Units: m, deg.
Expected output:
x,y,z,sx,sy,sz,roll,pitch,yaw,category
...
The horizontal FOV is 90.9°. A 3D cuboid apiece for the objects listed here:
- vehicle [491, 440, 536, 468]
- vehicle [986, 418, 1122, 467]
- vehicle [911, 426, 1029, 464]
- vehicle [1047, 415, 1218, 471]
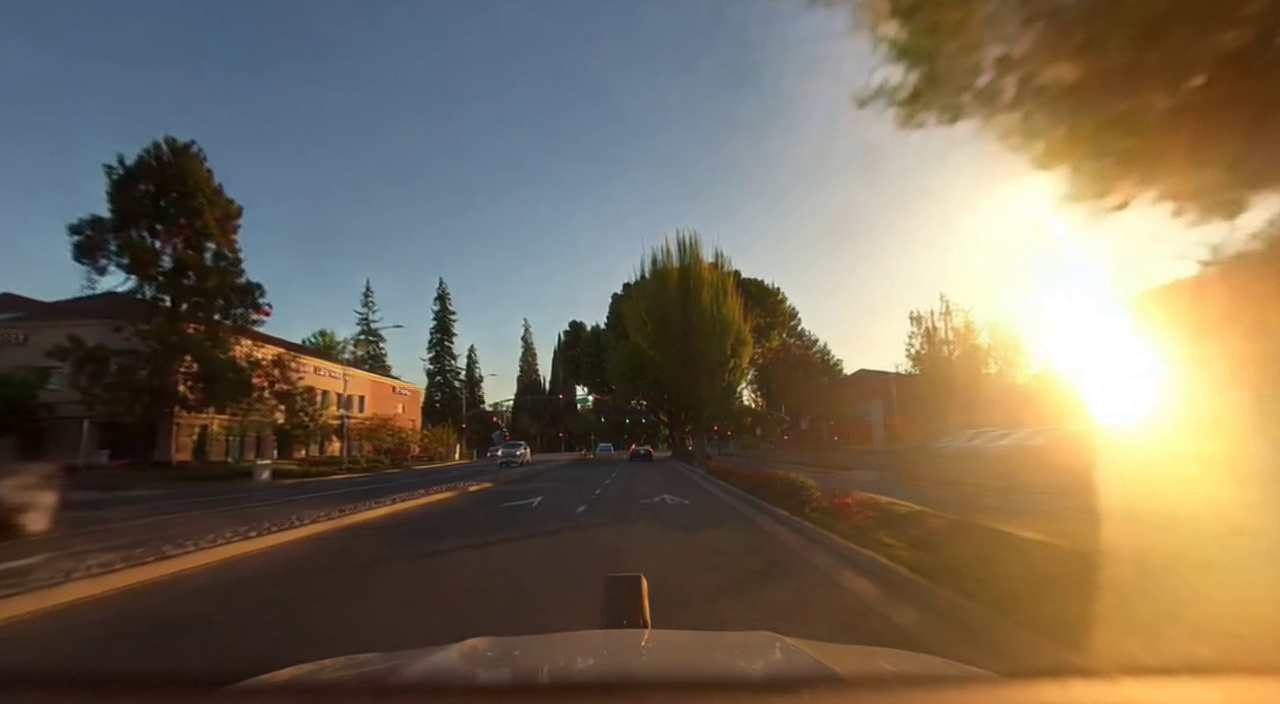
x,y,z,sx,sy,sz,roll,pitch,yaw,category
-8.611,6.982,43.222,2.149,1.793,4.468,0,-9,0,vehicle
17.009,3.764,26.117,3.928,1.661,2.249,-4,-9,-1,vehicle
17.709,5.006,34.024,5.117,1.933,2.035,-1,-8,3,vehicle
18.135,3.367,23.329,4.904,1.577,1.863,-3,-9,-8,vehicle
